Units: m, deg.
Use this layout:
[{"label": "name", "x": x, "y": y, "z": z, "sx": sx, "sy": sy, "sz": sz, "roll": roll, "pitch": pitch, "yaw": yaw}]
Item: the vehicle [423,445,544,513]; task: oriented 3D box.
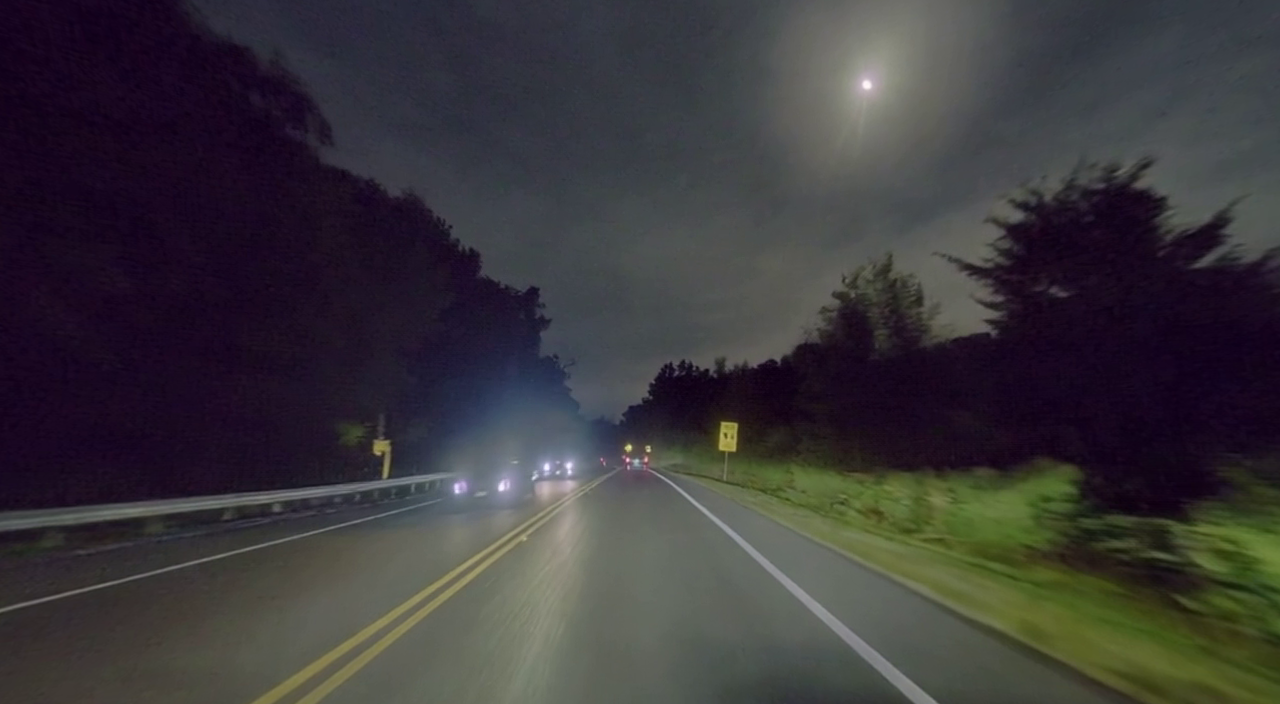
[{"label": "vehicle", "x": -3.839, "y": 3.178, "z": 16.355, "sx": 1.981, "sy": 1.486, "sz": 4.348, "roll": 0, "pitch": -9, "yaw": 1}]

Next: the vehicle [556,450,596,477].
[{"label": "vehicle", "x": -3.908, "y": 6.889, "z": 39.225, "sx": 2.065, "sy": 1.517, "sz": 4.225, "roll": 0, "pitch": -9, "yaw": 0}]

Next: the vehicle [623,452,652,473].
[{"label": "vehicle", "x": -0.219, "y": 8.100, "z": 46.488, "sx": 2.067, "sy": 1.486, "sz": 3.861, "roll": 0, "pitch": -9, "yaw": -1}]
